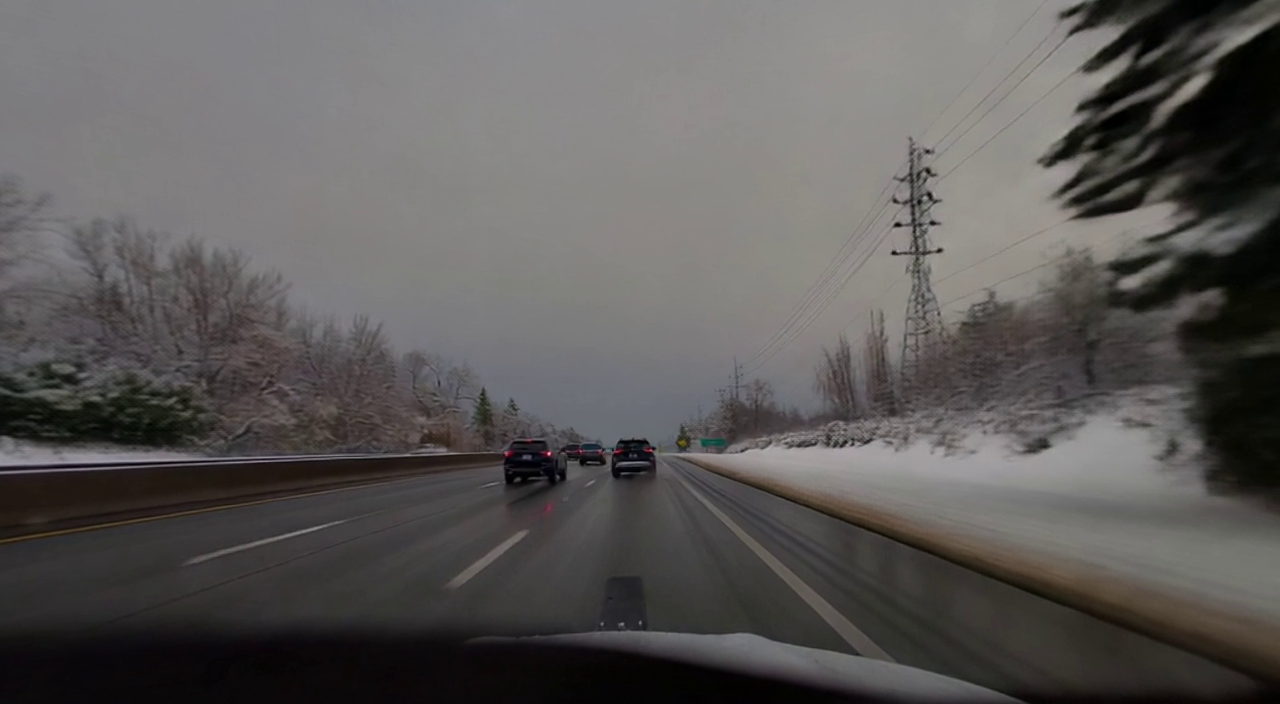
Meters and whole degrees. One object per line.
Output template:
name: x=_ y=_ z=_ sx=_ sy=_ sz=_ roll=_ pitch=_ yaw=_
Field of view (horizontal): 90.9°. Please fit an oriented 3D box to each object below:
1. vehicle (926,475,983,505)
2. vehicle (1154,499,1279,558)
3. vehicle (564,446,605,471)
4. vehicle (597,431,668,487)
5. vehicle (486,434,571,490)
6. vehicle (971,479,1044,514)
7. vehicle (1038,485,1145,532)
vehicle: x=21.804 y=9.563 z=43.950 sx=1.826 sy=1.625 sz=4.758 roll=-1 pitch=-8 yaw=5
vehicle: x=20.120 y=5.865 z=21.352 sx=1.801 sy=1.469 sz=4.315 roll=-3 pitch=-10 yaw=2
vehicle: x=-3.379 y=6.587 z=39.297 sx=2.092 sy=1.464 sz=4.466 roll=0 pitch=-9 yaw=1
vehicle: x=-0.234 y=3.856 z=22.927 sx=2.319 sy=1.813 sz=4.274 roll=0 pitch=-8 yaw=0
vehicle: x=-3.844 y=3.888 z=22.617 sx=2.104 sy=1.754 sz=4.515 roll=0 pitch=-8 yaw=1
vehicle: x=21.588 y=8.482 z=37.293 sx=1.820 sy=1.768 sz=4.621 roll=-3 pitch=-10 yaw=6
vehicle: x=19.868 y=6.865 z=28.003 sx=1.832 sy=1.624 sz=4.158 roll=-1 pitch=-8 yaw=4
